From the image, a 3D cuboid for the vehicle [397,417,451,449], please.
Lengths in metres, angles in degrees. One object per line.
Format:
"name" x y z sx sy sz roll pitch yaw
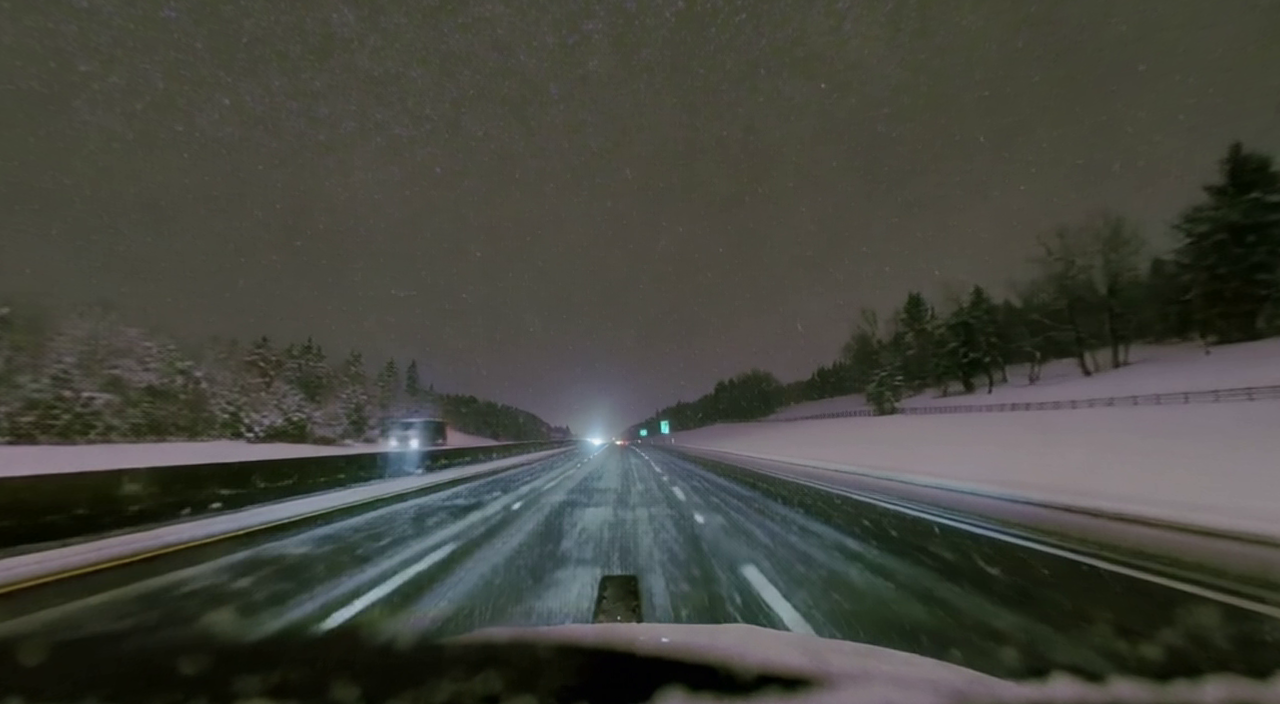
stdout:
"vehicle" -16.985 6.452 49.844 2.282 2.406 5.880 0 -8 -1
